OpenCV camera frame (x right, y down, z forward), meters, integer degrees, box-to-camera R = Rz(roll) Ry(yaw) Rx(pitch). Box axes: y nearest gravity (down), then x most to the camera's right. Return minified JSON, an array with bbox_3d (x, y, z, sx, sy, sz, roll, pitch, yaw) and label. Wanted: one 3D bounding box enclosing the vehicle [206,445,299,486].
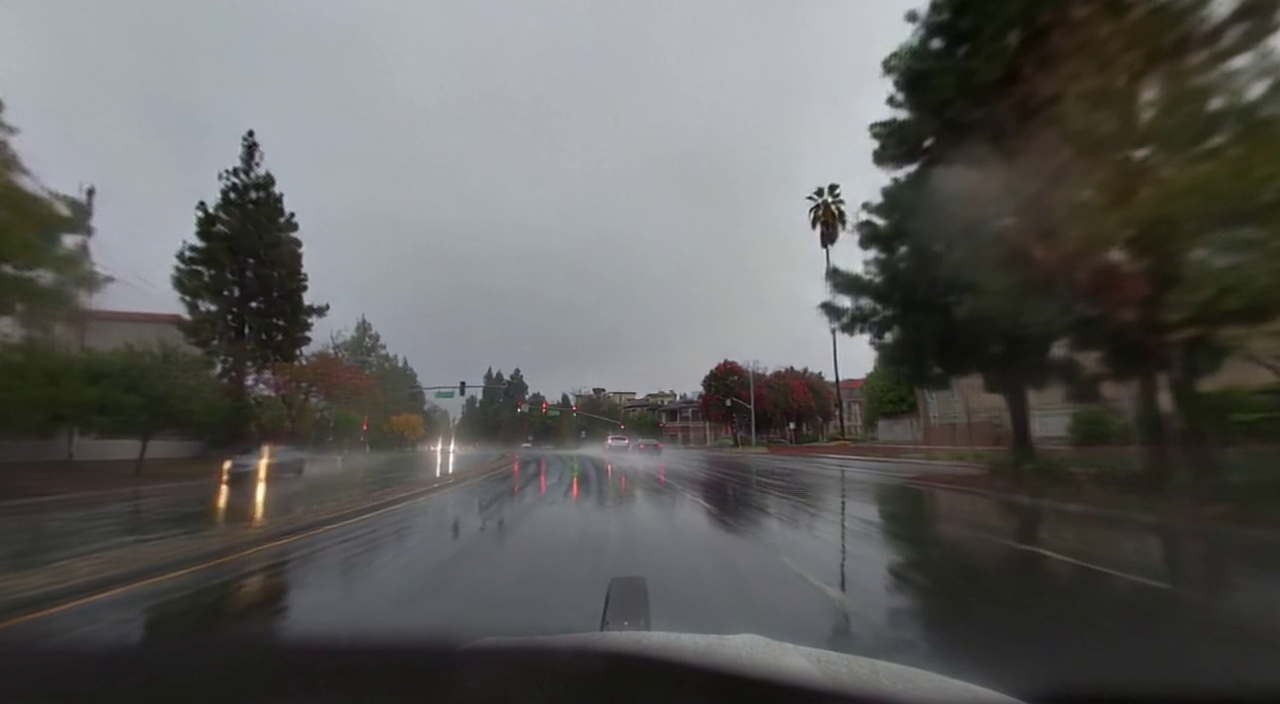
[{"bbox_3d":[-17.851,5.192,29.284,1.939,1.715,4.310,1,-8,-6],"label":"vehicle"}]
